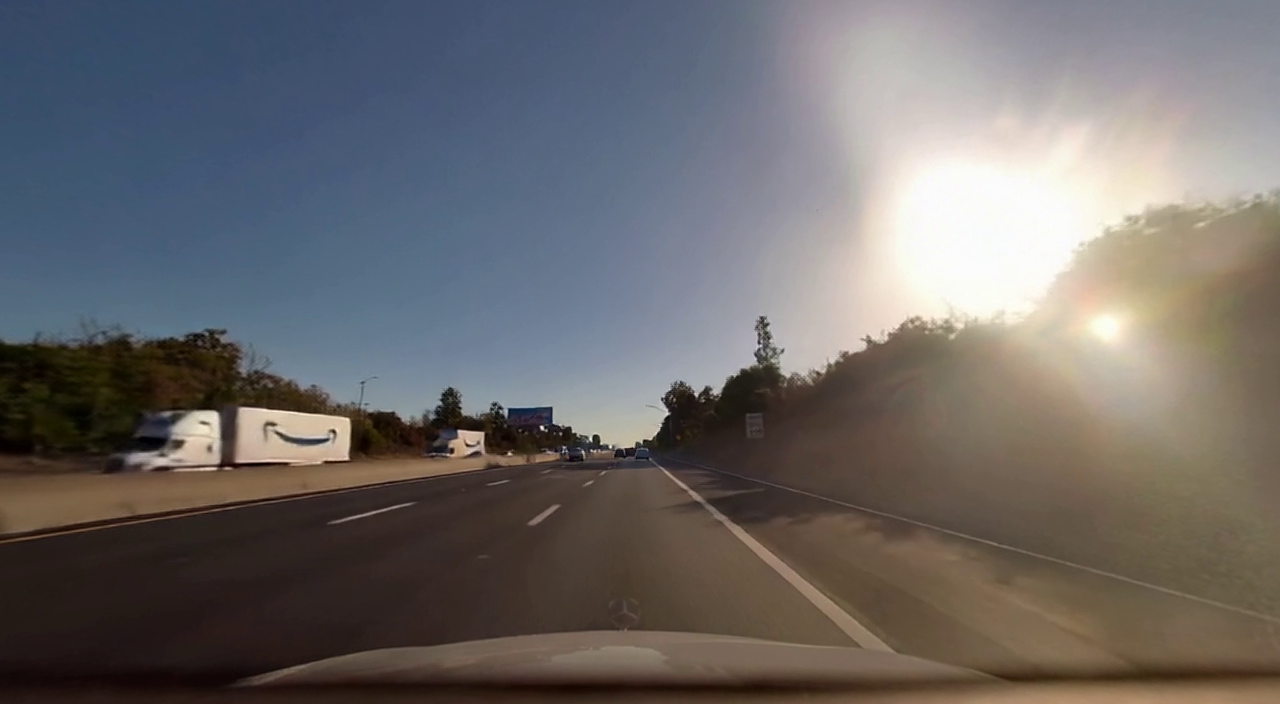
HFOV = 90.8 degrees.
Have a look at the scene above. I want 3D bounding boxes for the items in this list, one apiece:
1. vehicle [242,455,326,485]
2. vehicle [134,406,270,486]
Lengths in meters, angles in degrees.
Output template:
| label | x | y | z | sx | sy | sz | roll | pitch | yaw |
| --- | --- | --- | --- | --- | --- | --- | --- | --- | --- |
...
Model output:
| label | x | y | z | sx | sy | sz | roll | pitch | yaw |
| --- | --- | --- | --- | --- | --- | --- | --- | --- | --- |
| vehicle | -18.916 | 6.264 | 33.799 | 1.868 | 1.422 | 4.676 | 0 | -9 | -1 |
| vehicle | -23.300 | 5.075 | 34.047 | 2.973 | 3.895 | 5.902 | 0 | -9 | -1 |
